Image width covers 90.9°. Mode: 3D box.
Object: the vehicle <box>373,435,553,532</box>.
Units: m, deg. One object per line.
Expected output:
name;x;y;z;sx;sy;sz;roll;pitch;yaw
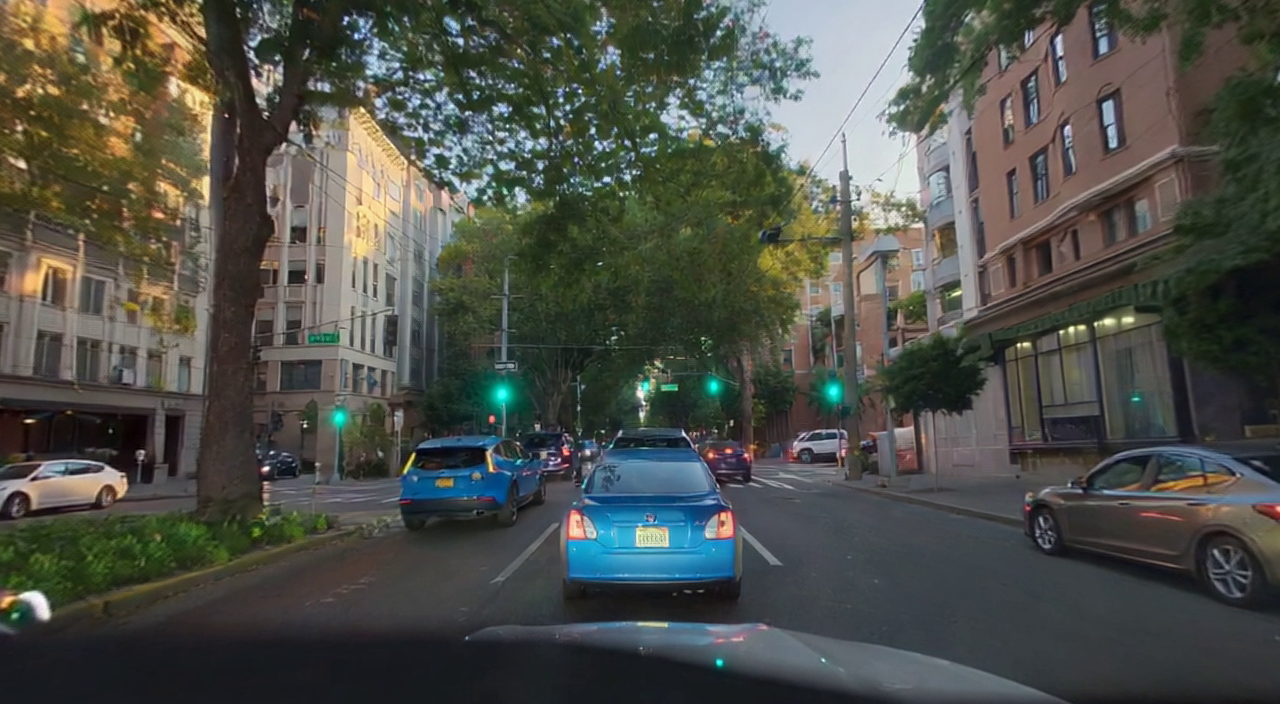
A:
vehicle;-3.023;2.353;11.863;2.131;1.486;4.089;0;-9;1

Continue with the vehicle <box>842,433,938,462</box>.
vehicle;16.381;6.266;41.514;5.345;1.811;2.175;0;-9;-1

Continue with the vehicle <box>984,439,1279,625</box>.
vehicle;5.982;1.704;6.878;1.873;1.453;4.579;0;-9;0

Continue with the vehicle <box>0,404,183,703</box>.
vehicle;-3.093;0.703;0.590;1.970;1.492;4.534;0;-9;-1

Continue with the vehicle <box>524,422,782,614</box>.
vehicle;0.088;1.580;6.817;2.022;1.481;3.564;0;-9;0
